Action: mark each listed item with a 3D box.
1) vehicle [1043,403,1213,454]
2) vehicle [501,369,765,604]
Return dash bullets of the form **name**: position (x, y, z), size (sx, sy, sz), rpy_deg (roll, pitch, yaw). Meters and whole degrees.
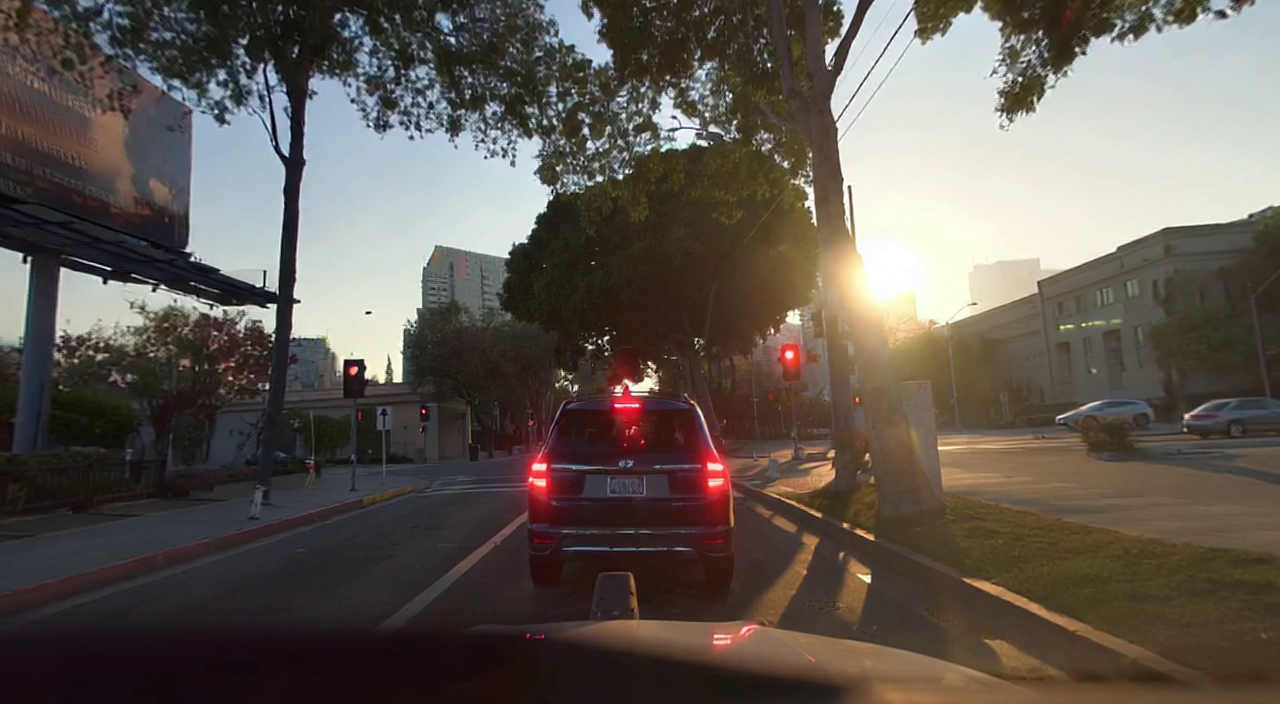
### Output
- **vehicle**: position (15.273, 2.450, 19.933), size (3.750, 1.502, 1.781), rpy_deg (-2, -8, 13)
- **vehicle**: position (-0.060, 1.365, 7.131), size (2.142, 1.904, 3.816), rpy_deg (-1, -8, 0)
